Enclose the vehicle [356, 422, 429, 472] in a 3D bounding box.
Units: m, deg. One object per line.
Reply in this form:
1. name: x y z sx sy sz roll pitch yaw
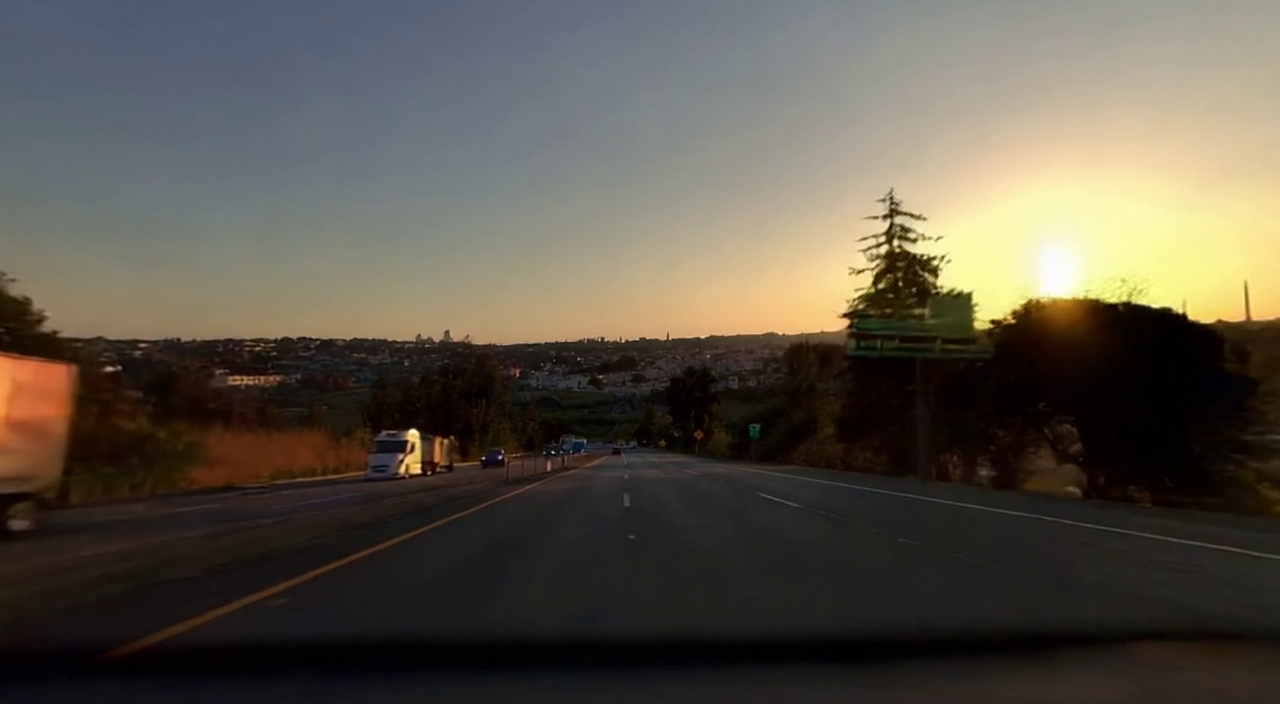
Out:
1. vehicle: -19.268 7.496 49.516 3.076 3.601 6.720 0 -9 -2
